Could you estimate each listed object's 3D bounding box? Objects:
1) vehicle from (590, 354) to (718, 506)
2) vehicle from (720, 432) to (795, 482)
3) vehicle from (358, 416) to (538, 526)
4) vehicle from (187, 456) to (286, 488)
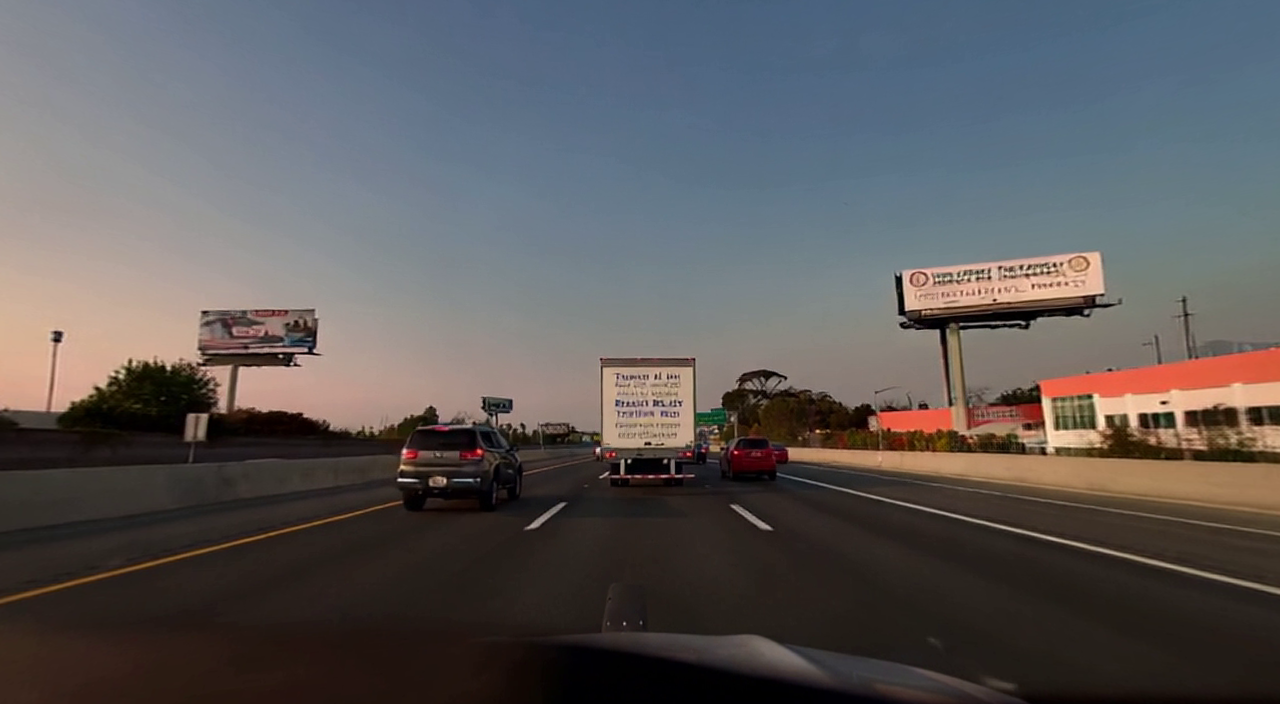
[{"bbox_3d":[0.373,2.279,17.963,2.733,3.296,8.571,0,-8,1],"label":"vehicle"},{"bbox_3d":[4.310,3.917,23.815,1.986,1.718,4.296,0,-8,0],"label":"vehicle"},{"bbox_3d":[-3.558,2.286,12.722,2.133,1.808,4.349,0,-8,2],"label":"vehicle"},{"bbox_3d":[-21.756,6.476,34.284,1.915,1.492,4.664,-1,-8,7],"label":"vehicle"}]
